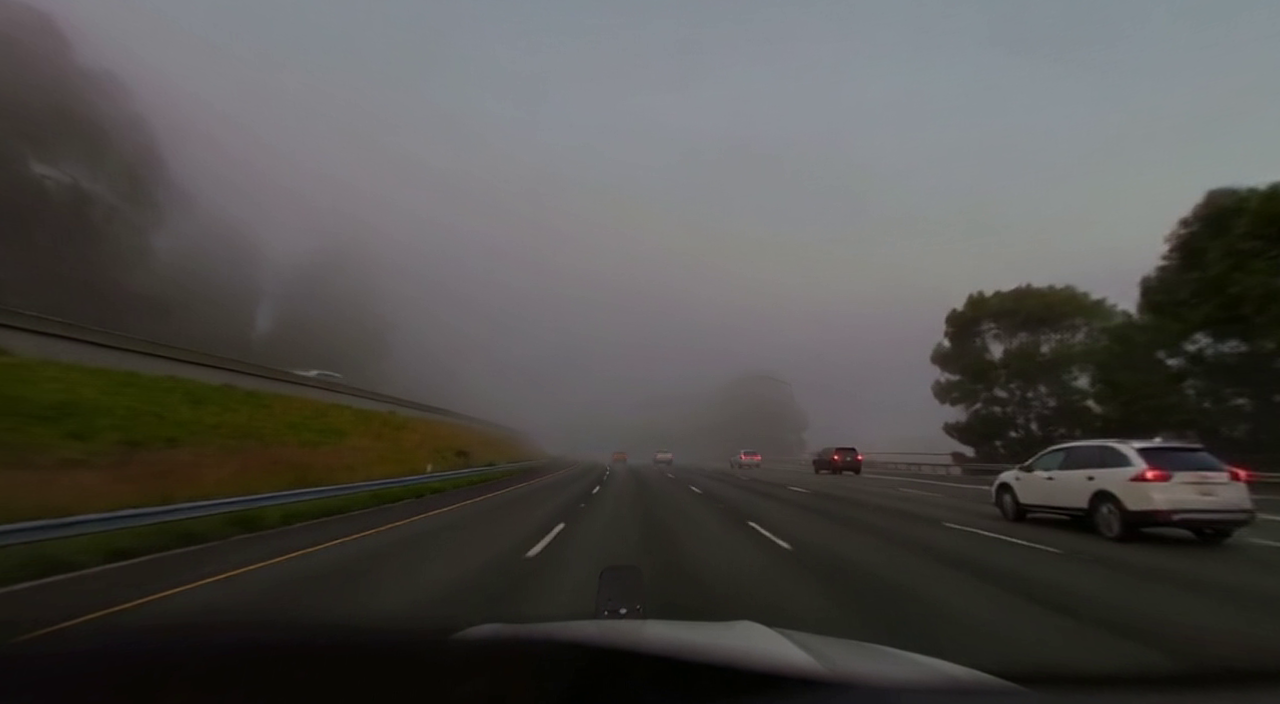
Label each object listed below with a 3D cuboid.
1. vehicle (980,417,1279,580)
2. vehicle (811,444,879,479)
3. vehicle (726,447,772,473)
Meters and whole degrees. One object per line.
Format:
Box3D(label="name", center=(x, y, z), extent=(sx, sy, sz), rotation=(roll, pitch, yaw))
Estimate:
Box3D(label="vehicle", center=(7.246, 1.896, 9.001), extent=(2.048, 1.697, 4.689), rotation=(1, -8, -1))
Box3D(label="vehicle", center=(10.444, 5.577, 32.323), extent=(1.986, 1.644, 4.126), rotation=(1, -8, -2))
Box3D(label="vehicle", center=(6.494, 6.464, 37.789), extent=(1.940, 1.482, 3.644), rotation=(1, -8, -3))
